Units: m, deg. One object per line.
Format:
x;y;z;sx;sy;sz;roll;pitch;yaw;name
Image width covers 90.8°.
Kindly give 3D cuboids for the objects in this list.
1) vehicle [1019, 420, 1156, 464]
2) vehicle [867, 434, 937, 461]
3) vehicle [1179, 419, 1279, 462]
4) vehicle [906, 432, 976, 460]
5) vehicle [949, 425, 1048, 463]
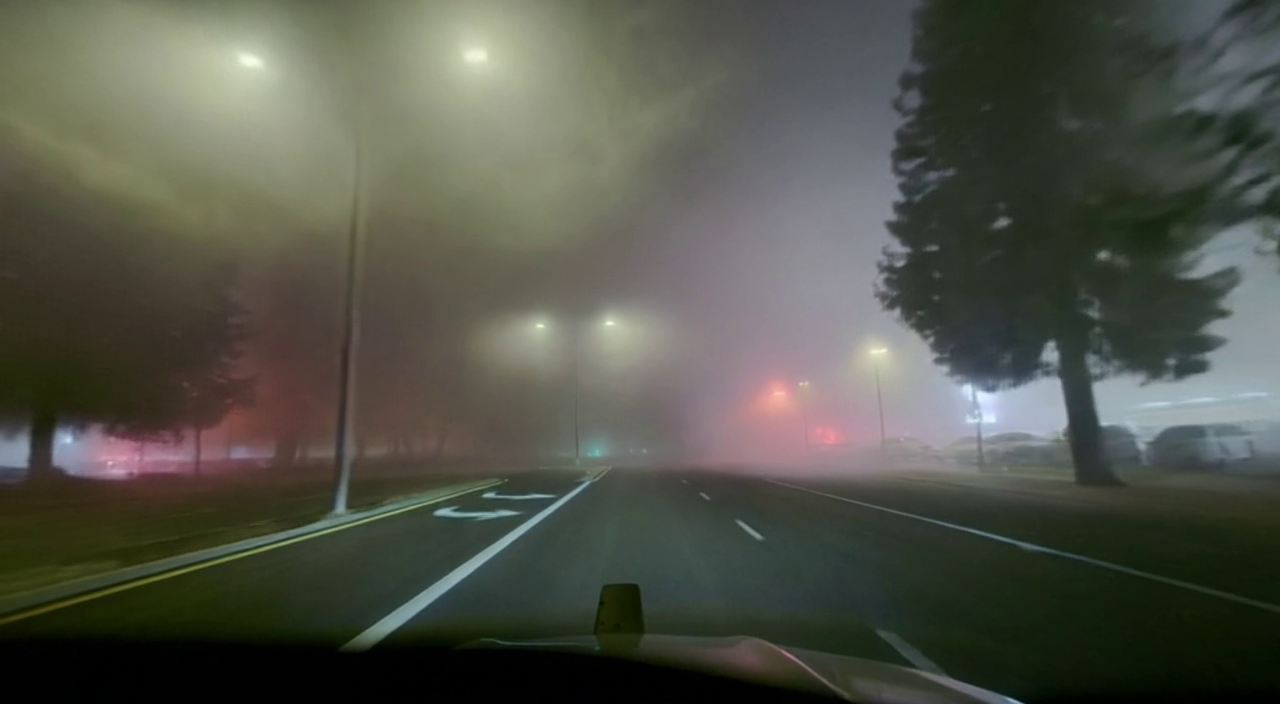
18.165;3.712;26.009;1.890;1.612;4.797;1;-9;-4;vehicle
17.293;6.347;42.040;2.196;1.667;5.262;0;-9;-3;vehicle
22.878;3.335;23.745;1.800;1.455;3.806;0;-9;-1;vehicle
17.494;5.514;36.938;1.841;1.471;4.367;-2;-9;-1;vehicle
17.690;4.620;31.518;1.912;1.646;4.870;-1;-9;-2;vehicle
